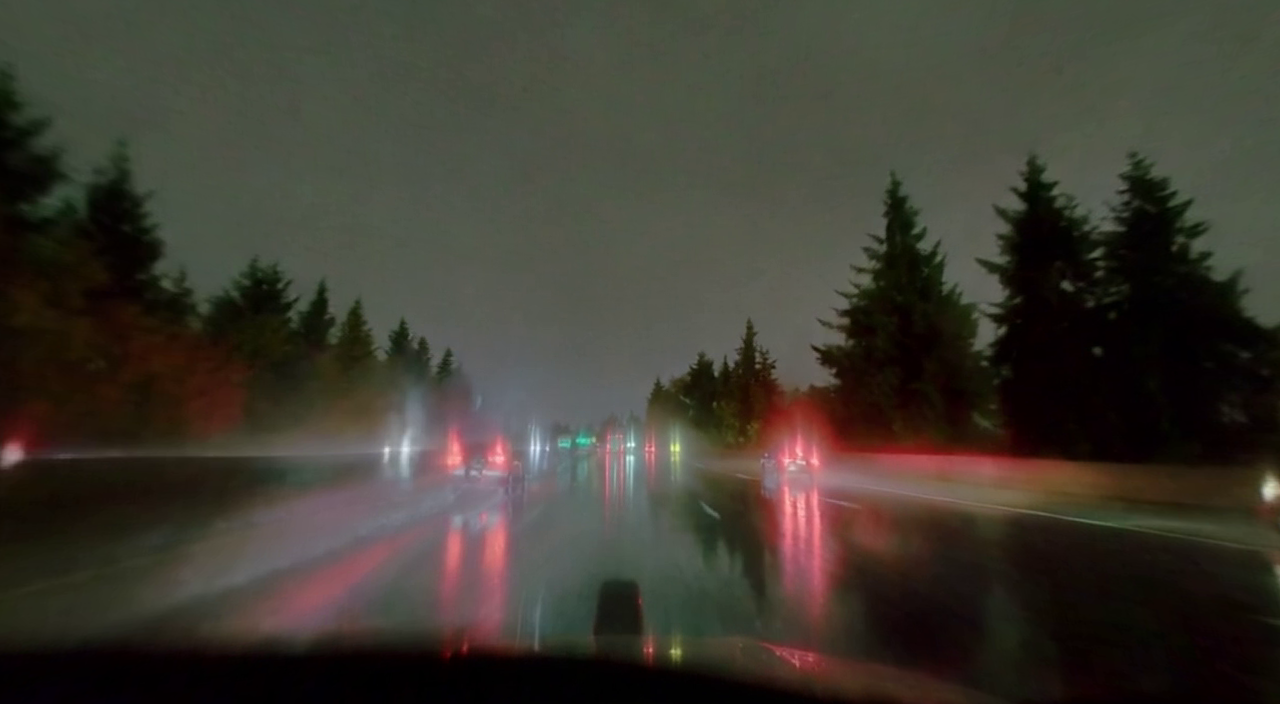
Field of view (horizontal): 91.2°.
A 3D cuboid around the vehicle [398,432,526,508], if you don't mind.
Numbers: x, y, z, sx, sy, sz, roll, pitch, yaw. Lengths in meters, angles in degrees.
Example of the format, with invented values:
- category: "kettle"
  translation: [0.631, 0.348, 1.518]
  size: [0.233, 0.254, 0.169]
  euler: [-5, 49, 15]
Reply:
- category: "vehicle"
  translation: [-4.210, 2.855, 15.559]
  size: [2.071, 1.615, 3.868]
  euler: [0, -9, 0]

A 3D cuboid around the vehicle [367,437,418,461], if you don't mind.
- category: "vehicle"
  translation: [-16.080, 6.353, 40.944]
  size: [1.760, 1.483, 3.871]
  euler: [0, -9, 0]
